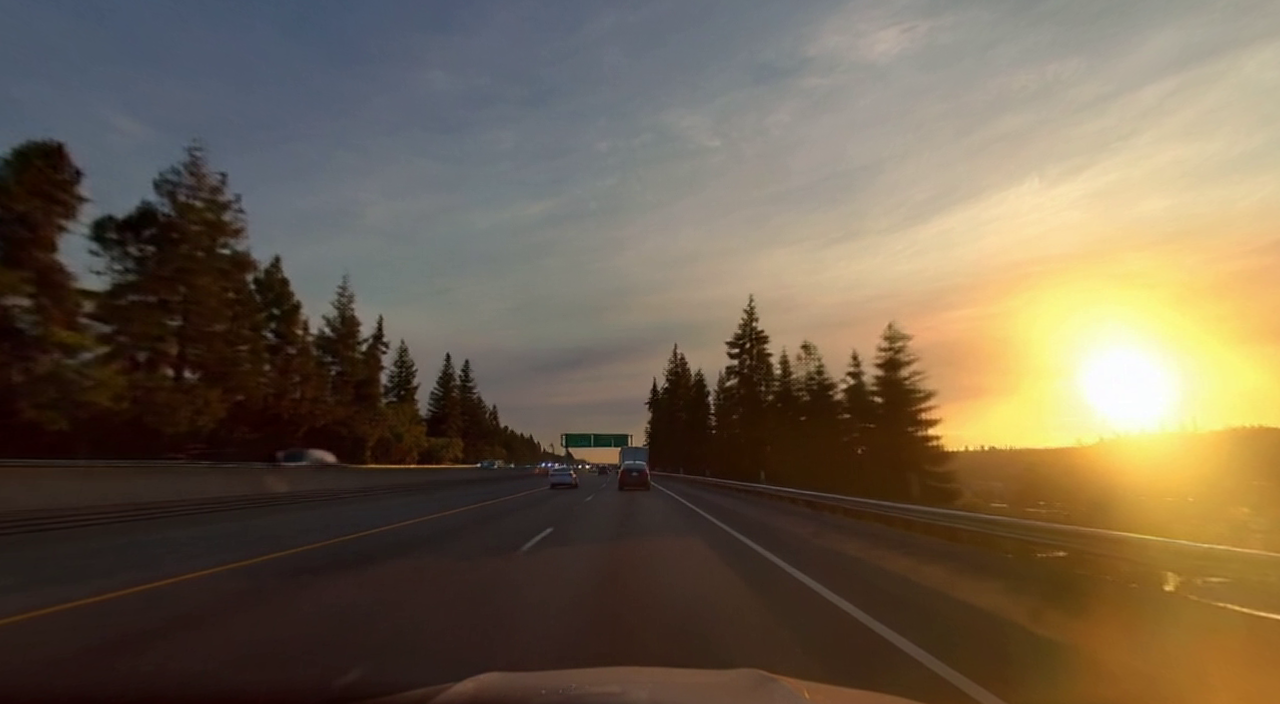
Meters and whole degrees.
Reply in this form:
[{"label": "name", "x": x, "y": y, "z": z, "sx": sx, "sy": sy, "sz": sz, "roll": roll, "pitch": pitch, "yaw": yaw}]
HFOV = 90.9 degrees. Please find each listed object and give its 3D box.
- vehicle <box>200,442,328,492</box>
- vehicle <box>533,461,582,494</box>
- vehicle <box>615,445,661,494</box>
[{"label": "vehicle", "x": -12.913, "y": 4.031, "z": 22.010, "sx": 1.909, "sy": 1.531, "sz": 4.122, "roll": 1, "pitch": -11, "yaw": 0}, {"label": "vehicle", "x": -4.332, "y": 6.671, "z": 33.594, "sx": 2.100, "sy": 1.605, "sz": 3.883, "roll": 1, "pitch": -11, "yaw": 0}, {"label": "vehicle", "x": -0.176, "y": 6.820, "z": 36.561, "sx": 2.482, "sy": 2.549, "sz": 5.447, "roll": 1, "pitch": -11, "yaw": -1}]
